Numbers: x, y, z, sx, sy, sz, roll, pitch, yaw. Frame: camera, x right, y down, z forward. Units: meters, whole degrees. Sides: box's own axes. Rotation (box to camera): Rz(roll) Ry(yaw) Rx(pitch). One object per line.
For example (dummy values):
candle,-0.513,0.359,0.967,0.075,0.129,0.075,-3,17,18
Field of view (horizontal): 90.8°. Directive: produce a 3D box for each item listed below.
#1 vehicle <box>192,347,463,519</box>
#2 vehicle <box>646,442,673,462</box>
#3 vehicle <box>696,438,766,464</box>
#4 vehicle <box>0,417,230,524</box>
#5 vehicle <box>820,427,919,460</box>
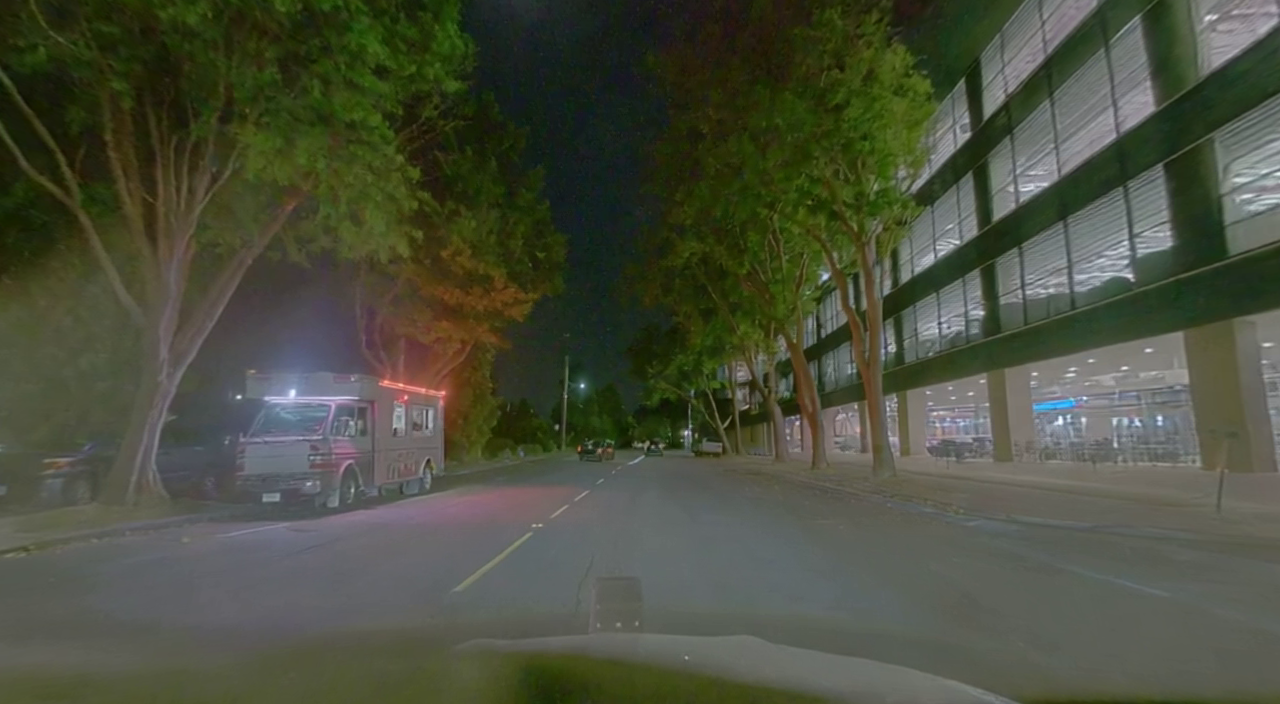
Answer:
vehicle,-6.875,2.036,15.492,2.968,3.222,7.036,-1,-9,0
vehicle,1.473,7.714,48.980,2.046,1.445,4.001,0,-8,0
vehicle,6.434,6.959,44.396,4.626,1.723,1.939,5,-10,-31
vehicle,-10.972,2.292,12.806,1.944,1.742,4.657,-1,-8,4
vehicle,14.875,5.967,41.202,5.540,2.045,2.259,0,-8,0
